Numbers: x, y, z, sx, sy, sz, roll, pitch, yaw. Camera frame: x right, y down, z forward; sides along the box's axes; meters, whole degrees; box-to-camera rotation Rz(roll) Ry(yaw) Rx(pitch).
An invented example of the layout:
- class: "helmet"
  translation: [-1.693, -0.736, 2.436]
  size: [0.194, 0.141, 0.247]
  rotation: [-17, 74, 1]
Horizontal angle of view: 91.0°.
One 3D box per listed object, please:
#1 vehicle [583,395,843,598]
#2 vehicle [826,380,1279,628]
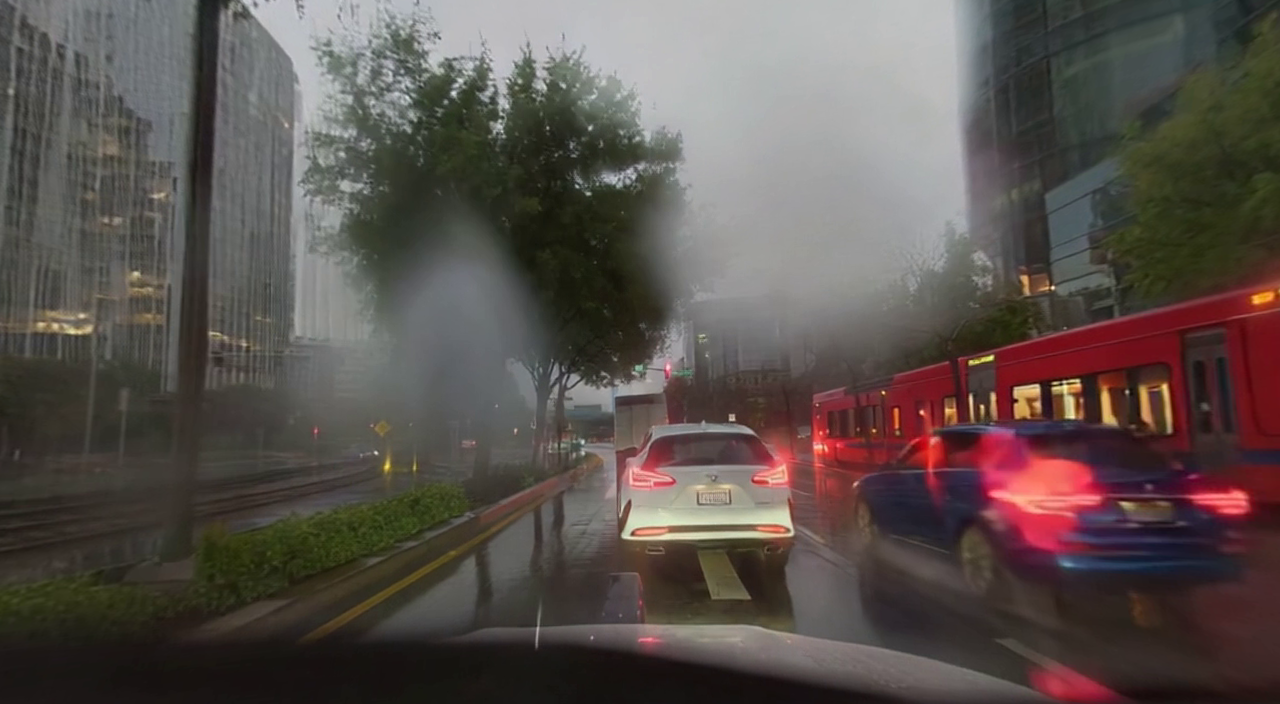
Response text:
- class: "vehicle"
  translation: [0.505, 1.515, 7.405]
  size: [2.190, 1.684, 4.084]
  rotation: [0, -9, -3]
- class: "vehicle"
  translation: [3.868, 1.400, 6.782]
  size: [2.212, 1.709, 4.715]
  rotation: [0, -9, -1]
